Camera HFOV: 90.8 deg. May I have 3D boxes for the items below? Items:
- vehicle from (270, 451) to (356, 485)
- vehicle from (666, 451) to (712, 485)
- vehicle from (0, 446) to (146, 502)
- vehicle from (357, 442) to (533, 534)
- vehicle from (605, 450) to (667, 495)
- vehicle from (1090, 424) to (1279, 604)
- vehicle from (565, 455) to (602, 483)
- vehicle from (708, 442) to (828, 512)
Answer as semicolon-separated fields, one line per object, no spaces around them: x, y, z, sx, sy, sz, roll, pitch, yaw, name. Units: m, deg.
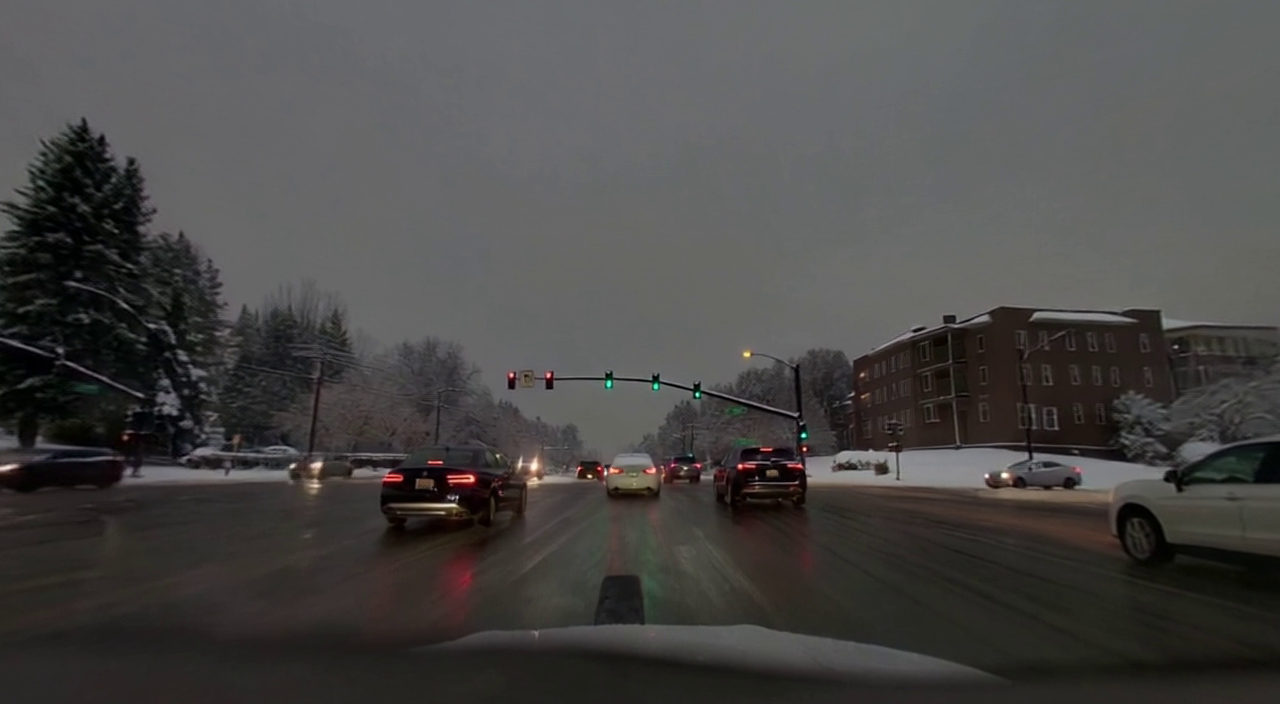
-18.379;6.584;35.875;2.172;1.751;4.889;0;-10;1;vehicle
2.699;6.546;35.914;2.138;1.778;4.422;0;-9;-2;vehicle
-17.848;3.639;19.353;1.857;1.511;4.399;0;-9;0;vehicle
-3.555;2.557;12.575;2.045;1.463;4.490;0;-9;0;vehicle
-0.183;4.351;23.234;2.098;1.461;3.958;0;-9;-1;vehicle
6.571;1.389;5.322;1.959;1.553;4.809;0;-9;-1;vehicle
-3.716;7.801;42.347;2.033;1.714;4.278;0;-9;1;vehicle
3.155;3.190;16.727;1.996;1.566;4.917;0;-9;-2;vehicle
